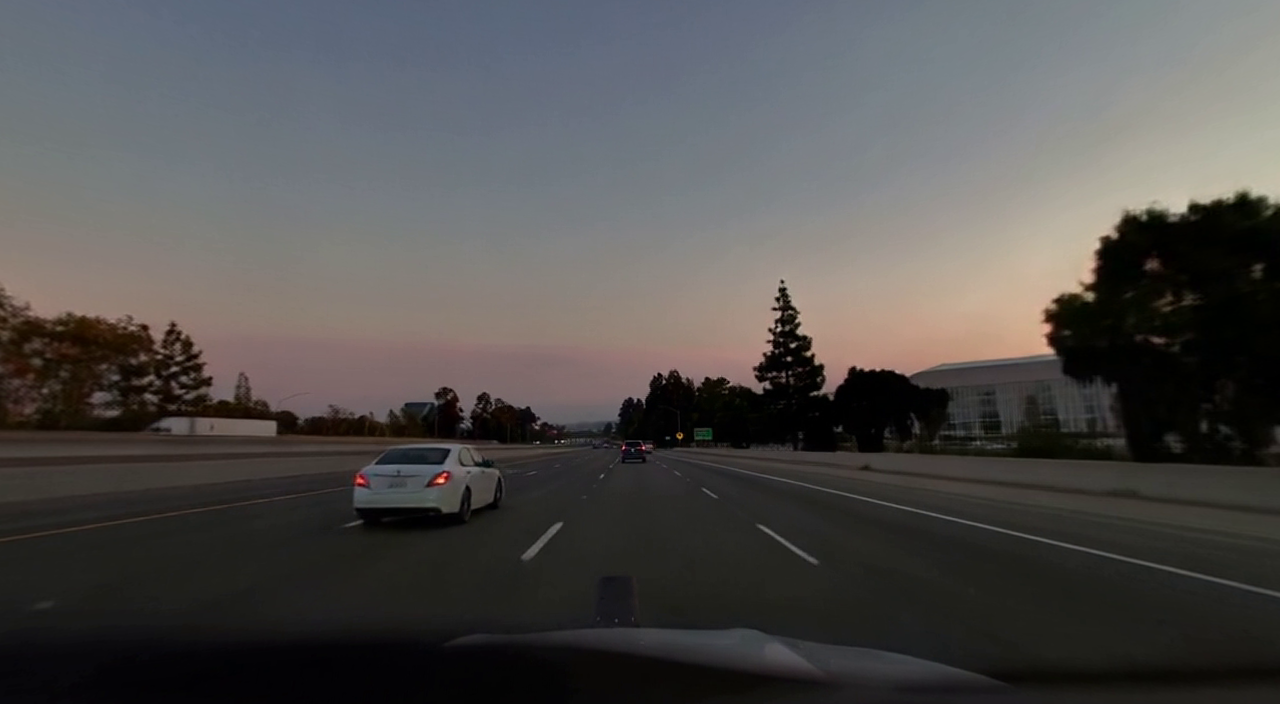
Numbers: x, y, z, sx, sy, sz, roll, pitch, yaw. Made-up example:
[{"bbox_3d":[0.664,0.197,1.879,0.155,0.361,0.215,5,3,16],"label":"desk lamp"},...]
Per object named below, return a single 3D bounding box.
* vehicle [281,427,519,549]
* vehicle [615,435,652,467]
[{"bbox_3d":[-3.624,2.146,10.803,2.140,1.574,4.946,0,-8,0],"label":"vehicle"},{"bbox_3d":[-0.430,6.494,41.537,2.269,1.924,4.596,0,-8,-1],"label":"vehicle"}]
